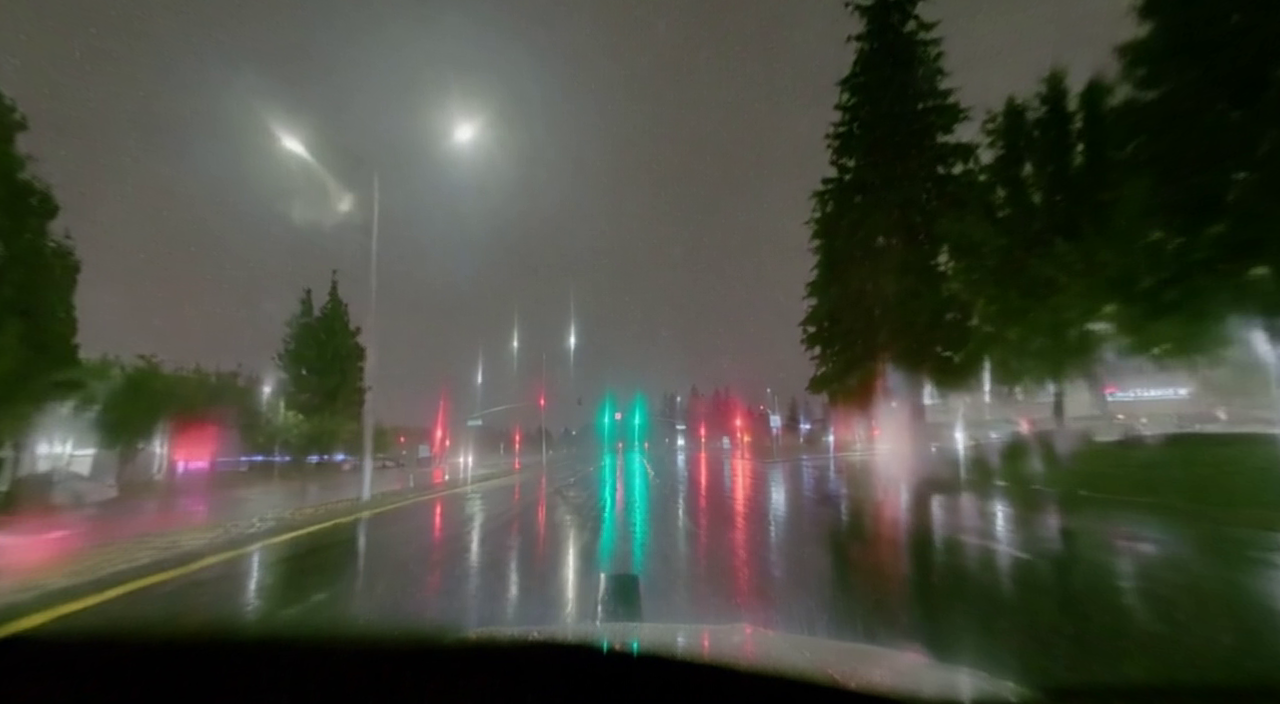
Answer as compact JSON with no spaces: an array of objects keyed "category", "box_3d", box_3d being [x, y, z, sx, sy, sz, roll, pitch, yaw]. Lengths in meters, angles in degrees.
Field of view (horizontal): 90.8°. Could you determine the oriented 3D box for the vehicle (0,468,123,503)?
[{"category":"vehicle","box_3d":[-31.244,7.164,34.061,4.885,1.727,2.080,0,-9,1]}]
